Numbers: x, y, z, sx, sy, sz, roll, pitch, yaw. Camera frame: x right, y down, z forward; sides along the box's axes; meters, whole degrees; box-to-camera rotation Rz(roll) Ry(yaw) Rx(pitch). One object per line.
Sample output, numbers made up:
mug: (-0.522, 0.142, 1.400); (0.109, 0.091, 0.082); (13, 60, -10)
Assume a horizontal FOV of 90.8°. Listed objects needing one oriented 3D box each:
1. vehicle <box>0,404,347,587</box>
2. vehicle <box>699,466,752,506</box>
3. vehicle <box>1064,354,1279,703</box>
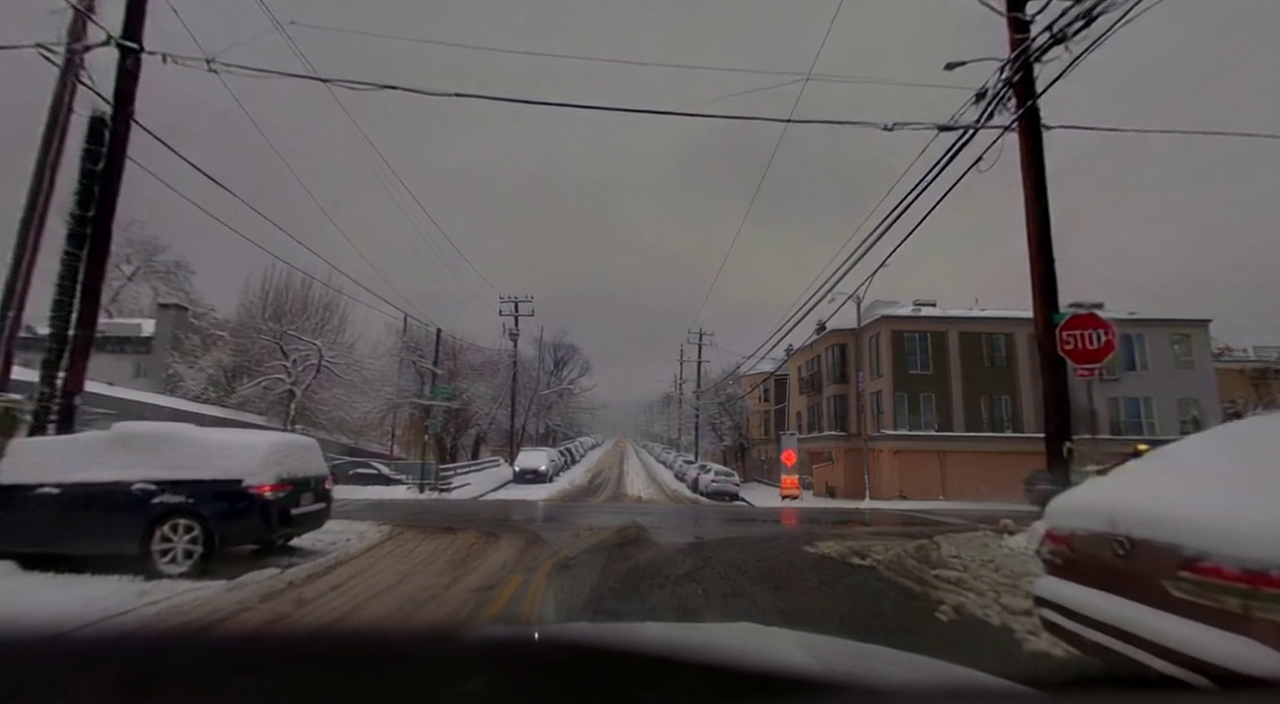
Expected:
vehicle: (-6.508, 1.523, 7.391); (5.025, 1.648, 2.055); (4, -9, -1)
vehicle: (4.408, 6.975, 33.283); (2.007, 1.804, 4.136); (0, -8, -3)
vehicle: (4.467, 0.952, 2.340); (4.554, 1.473, 1.876); (5, -11, -3)
